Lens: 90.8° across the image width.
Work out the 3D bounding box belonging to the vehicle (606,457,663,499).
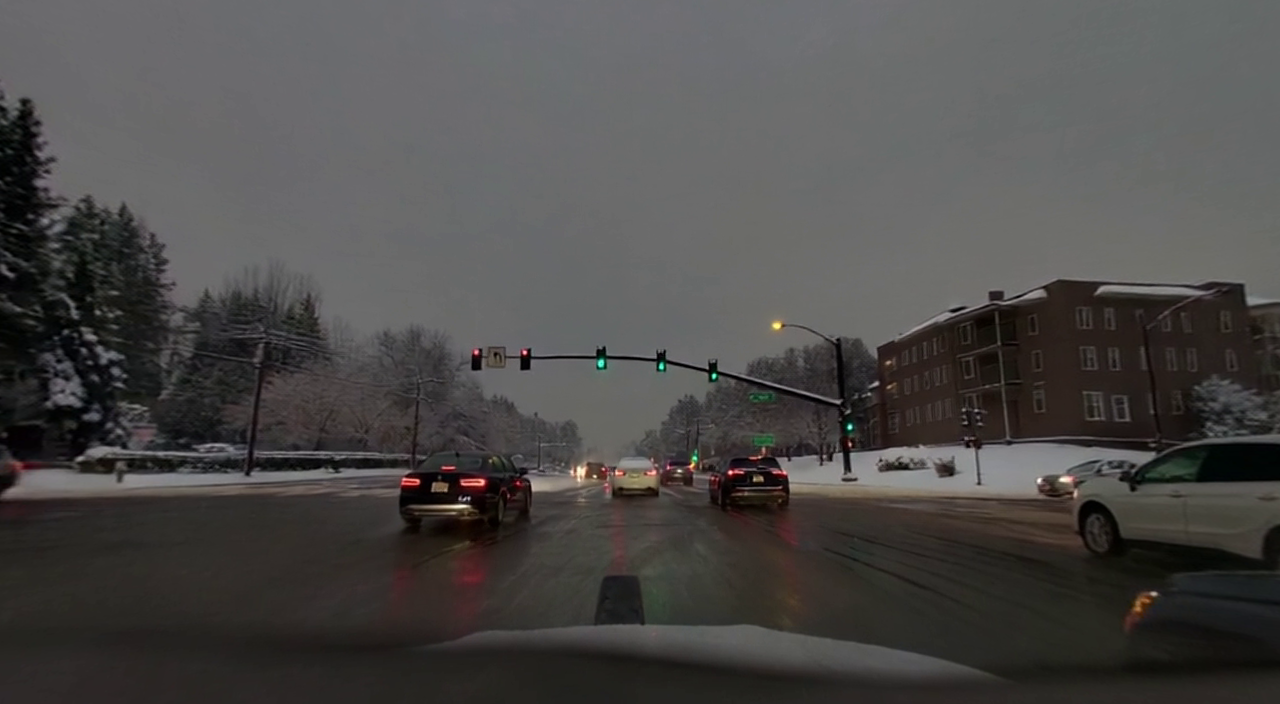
[{"bbox_3d":[-0.253,5.032,25.578,2.098,1.461,3.958,0,-8,-1],"label":"vehicle"}]

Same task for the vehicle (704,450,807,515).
[{"bbox_3d":[3.196,3.716,18.614,1.996,1.566,4.917,0,-8,-2],"label":"vehicle"}]

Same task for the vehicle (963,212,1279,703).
[{"bbox_3d":[2.764,0.411,0.520,2.153,1.853,5.235,0,-8,-1],"label":"vehicle"}]

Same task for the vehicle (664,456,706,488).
[{"bbox_3d":[2.697,7.395,39.221,2.138,1.778,4.422,0,-8,-2],"label":"vehicle"}]

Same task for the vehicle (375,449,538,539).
[{"bbox_3d":[-3.541,2.814,13.236,2.045,1.463,4.490,0,-8,0],"label":"vehicle"}]

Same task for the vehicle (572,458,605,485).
[{"bbox_3d":[-3.657,8.647,45.885,2.033,1.714,4.278,0,-8,0],"label":"vehicle"}]
